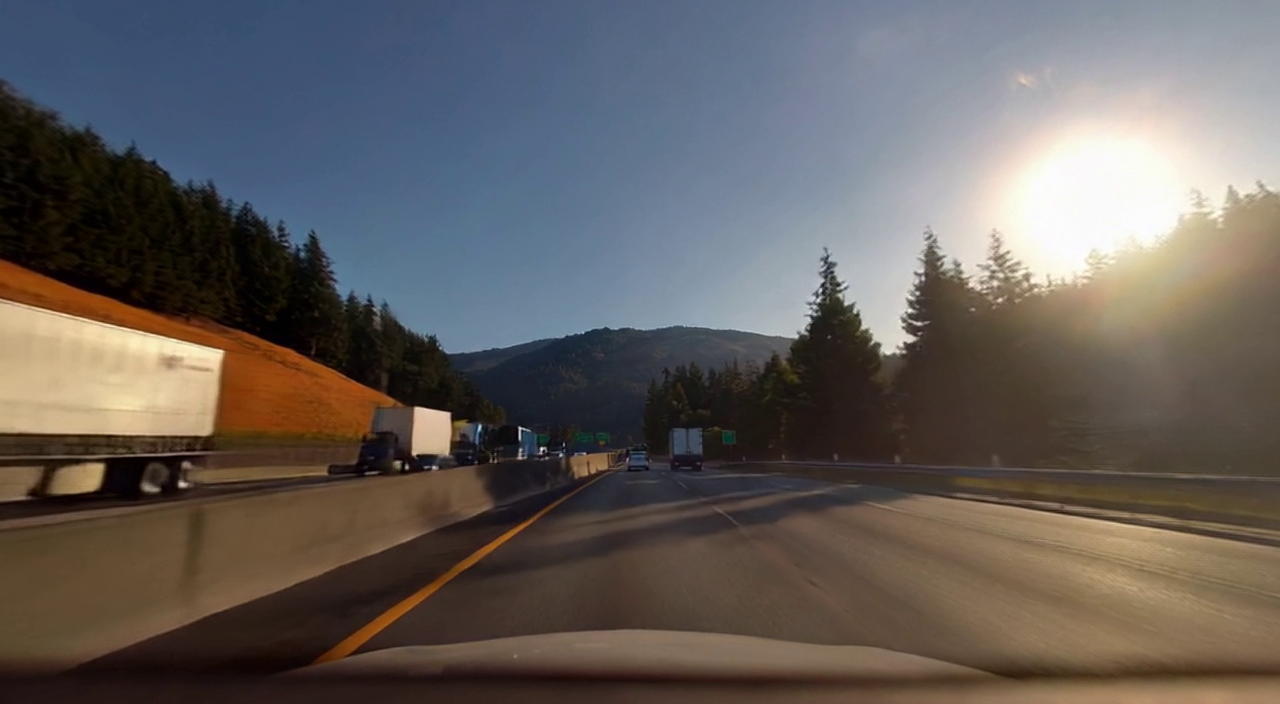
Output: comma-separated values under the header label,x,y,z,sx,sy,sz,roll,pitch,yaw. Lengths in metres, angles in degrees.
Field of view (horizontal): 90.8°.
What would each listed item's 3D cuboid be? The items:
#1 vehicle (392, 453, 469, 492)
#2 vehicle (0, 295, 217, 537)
label,x,y,z,sx,sy,sz,roll,pitch,yaw
vehicle,-8.633,4.982,26.369,1.844,1.467,3.930,1,-9,0
vehicle,-12.367,0.839,9.044,2.839,4.089,14.047,0,-9,0
